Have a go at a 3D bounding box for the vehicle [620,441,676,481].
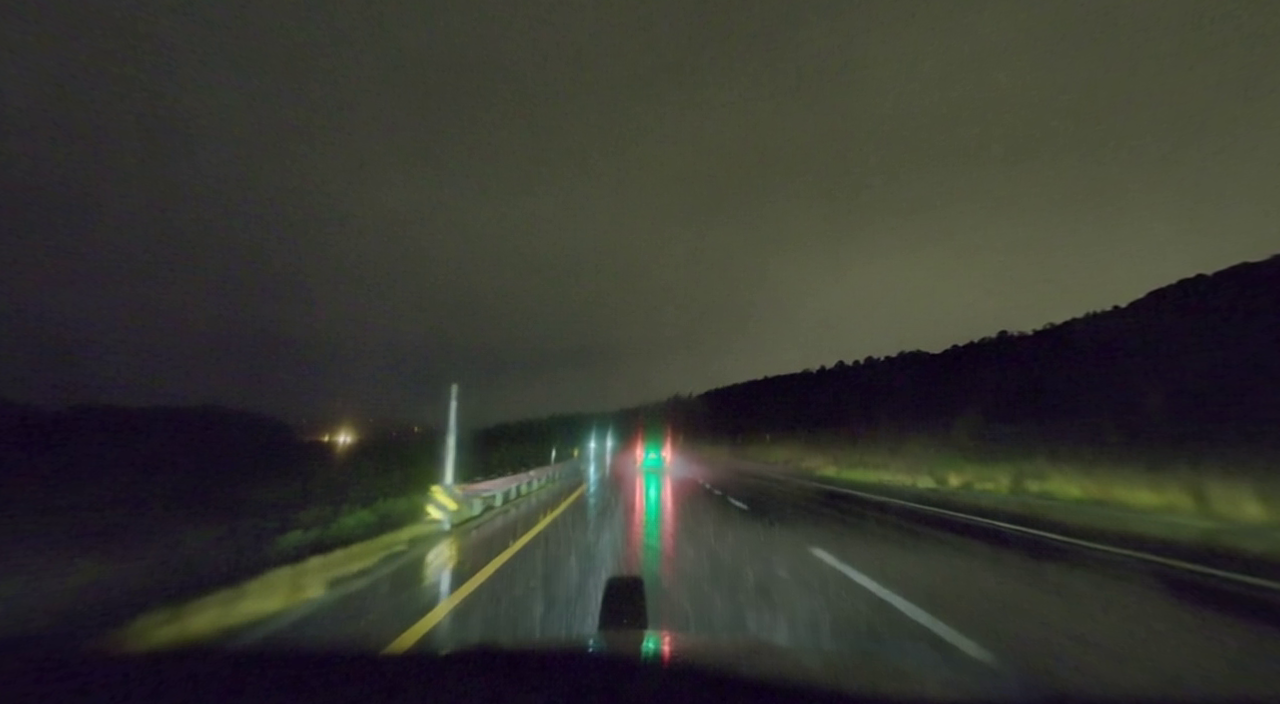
[{"bbox_3d":[0.245,4.482,26.204,2.029,1.474,4.183,0,-9,-3],"label":"vehicle"}]
